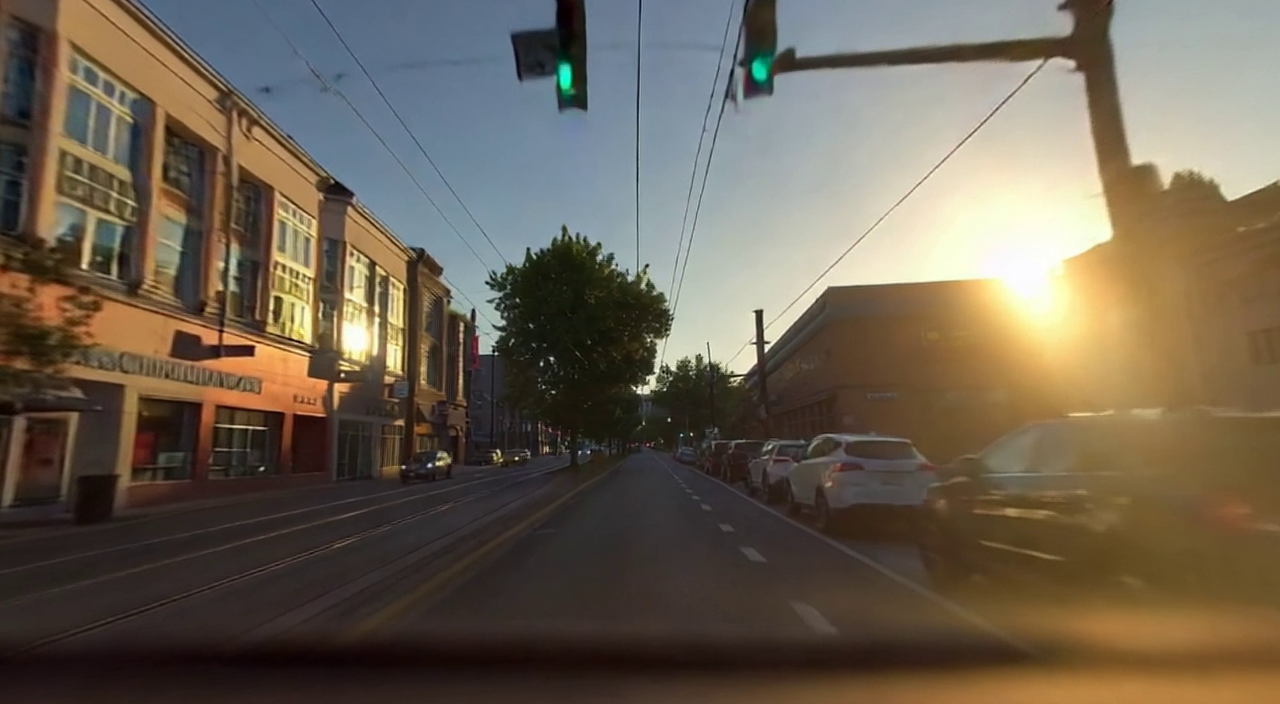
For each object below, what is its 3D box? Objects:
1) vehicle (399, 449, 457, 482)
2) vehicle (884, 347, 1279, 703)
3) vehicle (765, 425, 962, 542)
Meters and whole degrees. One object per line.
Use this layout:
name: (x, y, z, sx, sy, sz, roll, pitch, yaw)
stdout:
vehicle: (-10.185, 5.438, 30.452, 1.877, 1.430, 3.712, 1, -8, -7)
vehicle: (3.638, 1.107, 4.594, 1.941, 1.671, 4.264, -1, -8, 0)
vehicle: (3.522, 2.136, 10.873, 1.903, 1.596, 4.144, -1, -8, 1)
